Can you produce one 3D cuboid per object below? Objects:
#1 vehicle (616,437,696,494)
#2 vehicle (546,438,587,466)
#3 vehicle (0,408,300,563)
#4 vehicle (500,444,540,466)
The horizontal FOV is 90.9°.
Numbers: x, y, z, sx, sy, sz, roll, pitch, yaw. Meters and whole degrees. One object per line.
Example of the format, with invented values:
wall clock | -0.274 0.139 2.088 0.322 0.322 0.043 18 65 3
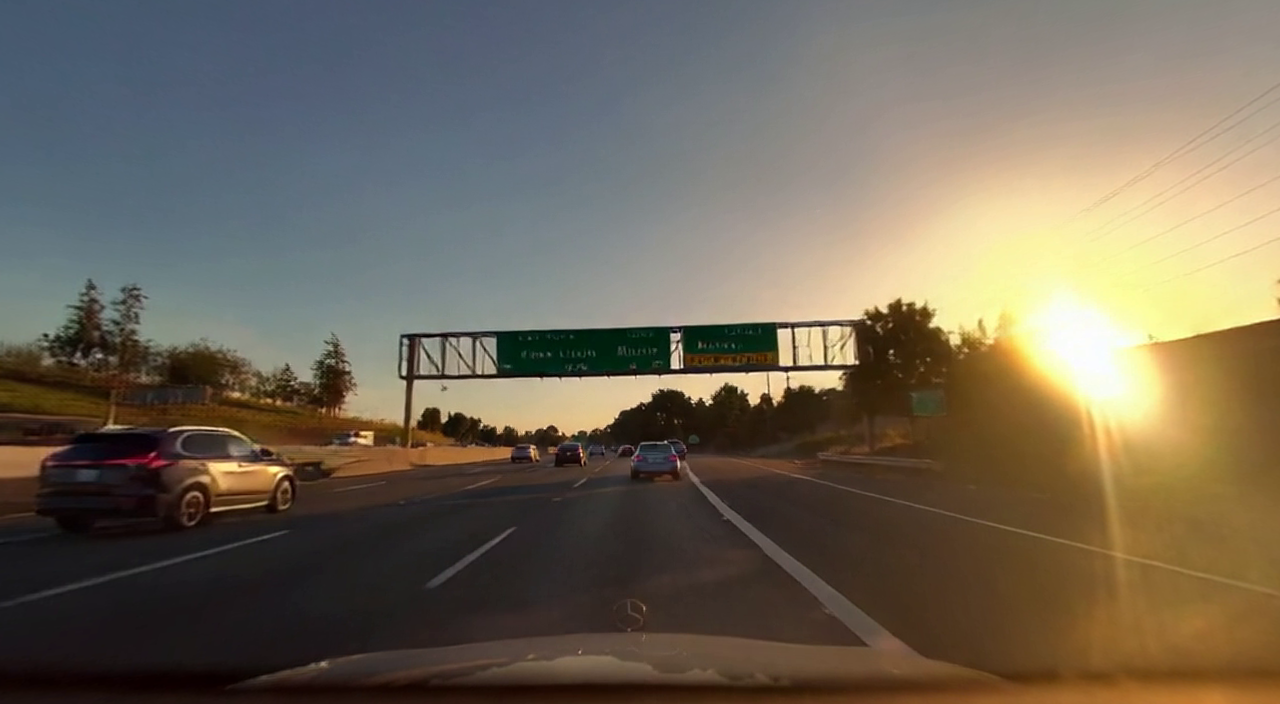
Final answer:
vehicle | 0.357 3.259 18.530 2.082 1.482 4.126 0 -8 -2
vehicle | -4.759 6.593 41.698 2.289 1.777 4.534 0 -8 -2
vehicle | -7.804 1.924 9.893 2.206 1.788 4.914 0 -8 0
vehicle | -8.455 7.280 44.753 1.974 1.464 4.733 0 -8 -1
